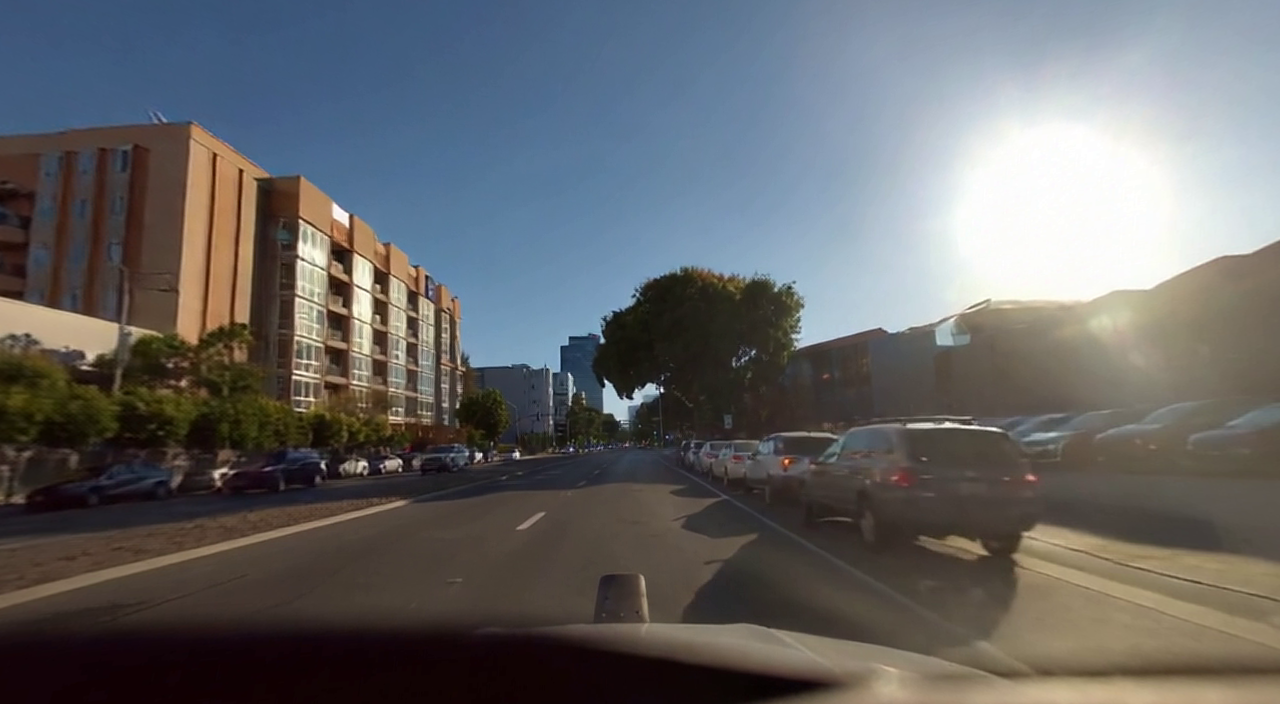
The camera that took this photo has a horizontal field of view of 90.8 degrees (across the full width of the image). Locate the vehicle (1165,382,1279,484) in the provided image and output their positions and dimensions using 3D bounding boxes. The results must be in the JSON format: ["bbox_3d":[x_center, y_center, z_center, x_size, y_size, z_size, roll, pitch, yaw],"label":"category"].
[{"bbox_3d":[15.157,1.977,15.160,5.586,2.094,2.297,6,-8,-33],"label":"vehicle"}]

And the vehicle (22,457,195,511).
[{"bbox_3d":[-17.882,4.424,21.641,1.932,1.510,4.685,0,-8,-2],"label":"vehicle"}]

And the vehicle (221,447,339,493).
[{"bbox_3d":[-14.537,4.738,25.861,2.150,1.700,4.442,0,-8,0],"label":"vehicle"}]

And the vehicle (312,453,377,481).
[{"bbox_3d":[-18.201,7.084,39.141,1.958,1.534,4.428,0,-8,-1],"label":"vehicle"}]

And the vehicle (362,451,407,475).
[{"bbox_3d":[-18.231,7.910,45.185,1.760,1.566,3.664,0,-8,-2],"label":"vehicle"}]

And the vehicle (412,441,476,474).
[{"bbox_3d":[-11.363,6.141,37.055,2.127,1.752,4.889,0,-8,1],"label":"vehicle"}]

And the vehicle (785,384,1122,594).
[{"bbox_3d":[3.395,1.574,8.063,1.935,1.920,4.397,0,-8,-1],"label":"vehicle"}]
